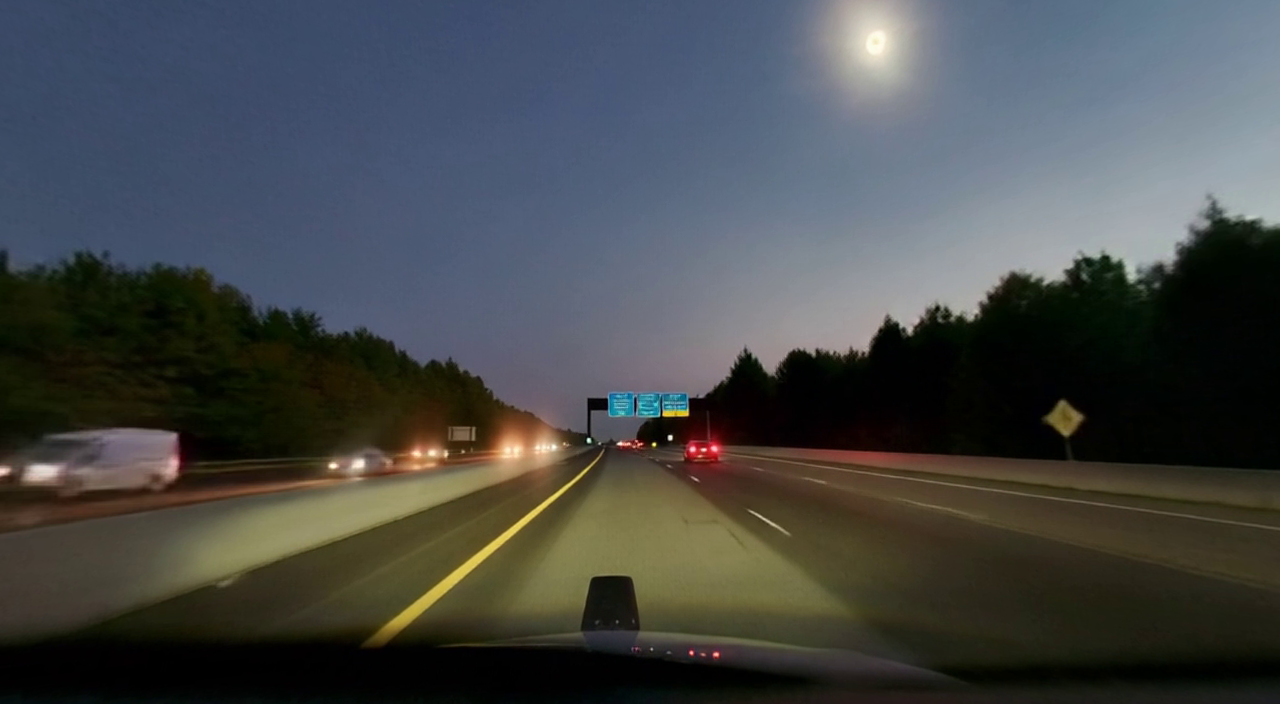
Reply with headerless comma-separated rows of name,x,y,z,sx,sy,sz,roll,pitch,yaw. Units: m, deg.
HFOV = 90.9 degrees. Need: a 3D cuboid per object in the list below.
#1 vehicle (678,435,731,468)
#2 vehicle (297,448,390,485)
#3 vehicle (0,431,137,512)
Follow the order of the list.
vehicle,3.139,4.922,31.504,1.958,1.526,4.227,1,-8,-3
vehicle,-13.067,5.043,28.155,1.944,1.446,4.786,0,-8,-2
vehicle,-16.874,3.207,17.486,2.003,1.981,4.635,0,-8,-1
